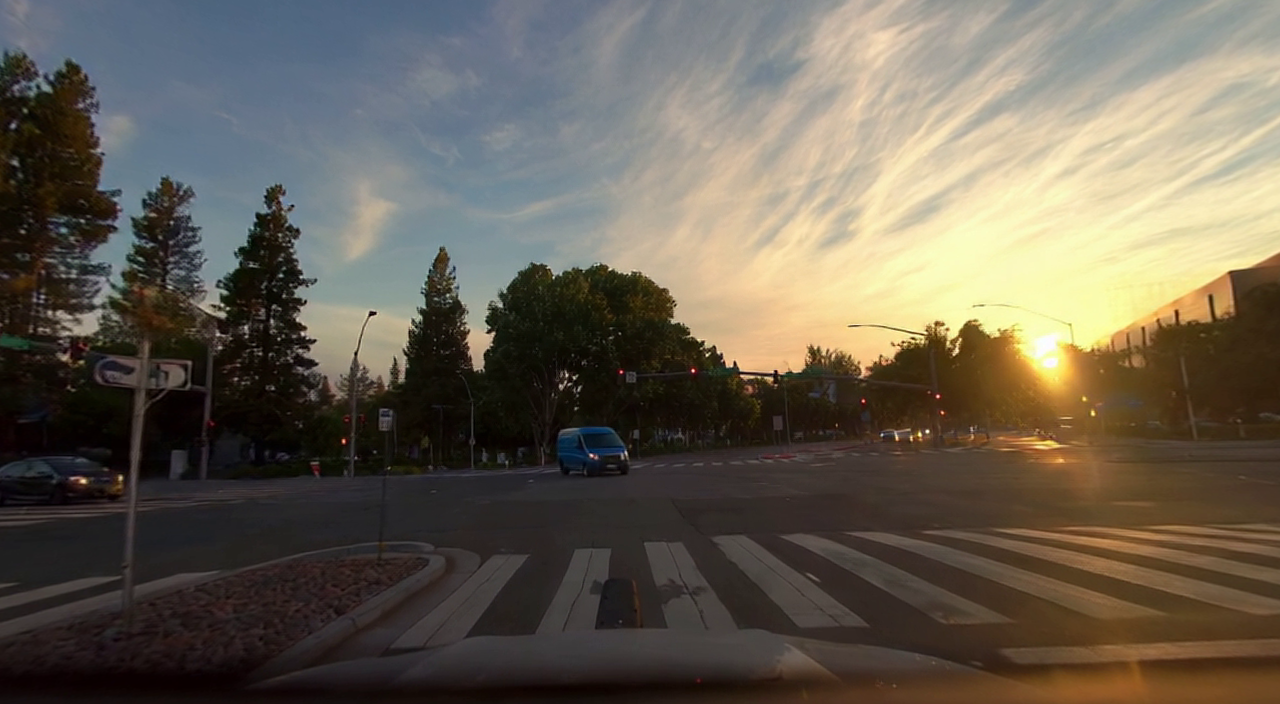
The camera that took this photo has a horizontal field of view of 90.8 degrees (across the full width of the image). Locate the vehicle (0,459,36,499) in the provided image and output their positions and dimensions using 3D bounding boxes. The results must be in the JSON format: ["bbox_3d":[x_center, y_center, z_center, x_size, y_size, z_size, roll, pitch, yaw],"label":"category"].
[{"bbox_3d":[-44.537,8.791,43.986,2.529,2.543,5.861,6,-10,-35],"label":"vehicle"}]

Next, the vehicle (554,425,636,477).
[{"bbox_3d":[-2.434,5.046,32.512,2.465,2.404,5.791,3,-9,-23],"label":"vehicle"}]
